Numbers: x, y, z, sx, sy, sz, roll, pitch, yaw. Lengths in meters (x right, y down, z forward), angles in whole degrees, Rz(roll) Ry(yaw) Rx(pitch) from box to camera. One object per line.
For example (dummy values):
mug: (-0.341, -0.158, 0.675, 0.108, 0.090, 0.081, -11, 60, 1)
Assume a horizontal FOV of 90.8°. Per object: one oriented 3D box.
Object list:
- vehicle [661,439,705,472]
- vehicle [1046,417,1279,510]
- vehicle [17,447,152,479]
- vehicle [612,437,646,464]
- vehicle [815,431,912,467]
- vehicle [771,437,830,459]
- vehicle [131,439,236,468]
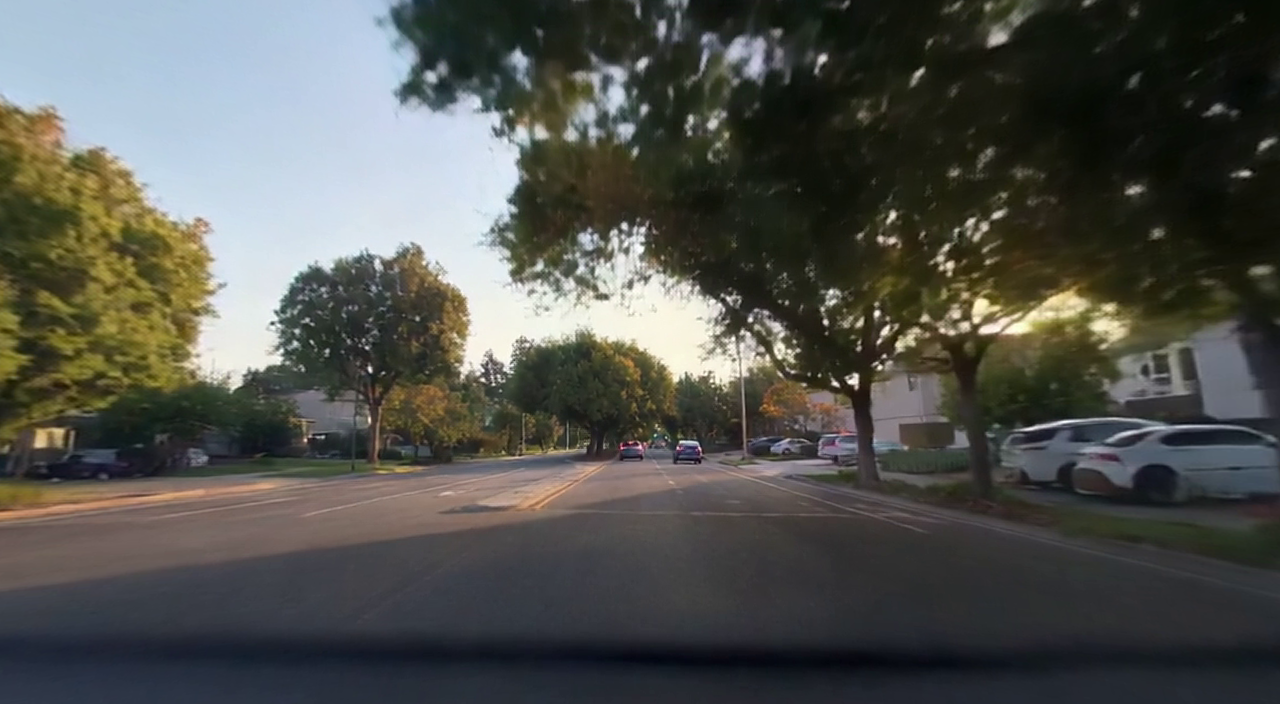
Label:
vehicle: (2.196, 5.417, 33.273, 2.003, 1.614, 4.072, 0, -8, -1)
vehicle: (10.726, 2.173, 12.688, 1.903, 1.569, 3.751, 6, -10, -32)
vehicle: (-28.094, 5.626, 32.199, 4.796, 1.478, 1.947, 5, -10, -32)
vehicle: (-0.838, 7.430, 47.935, 2.488, 1.881, 4.814, 0, -8, -1)
vehicle: (11.132, 4.871, 31.676, 2.047, 1.682, 4.074, 8, -12, -40)
vehicle: (11.032, 6.577, 43.538, 3.486, 1.431, 1.799, -7, -11, 43)
vehicle: (-33.697, 7.518, 46.902, 5.899, 1.996, 2.367, 5, -9, -29)
